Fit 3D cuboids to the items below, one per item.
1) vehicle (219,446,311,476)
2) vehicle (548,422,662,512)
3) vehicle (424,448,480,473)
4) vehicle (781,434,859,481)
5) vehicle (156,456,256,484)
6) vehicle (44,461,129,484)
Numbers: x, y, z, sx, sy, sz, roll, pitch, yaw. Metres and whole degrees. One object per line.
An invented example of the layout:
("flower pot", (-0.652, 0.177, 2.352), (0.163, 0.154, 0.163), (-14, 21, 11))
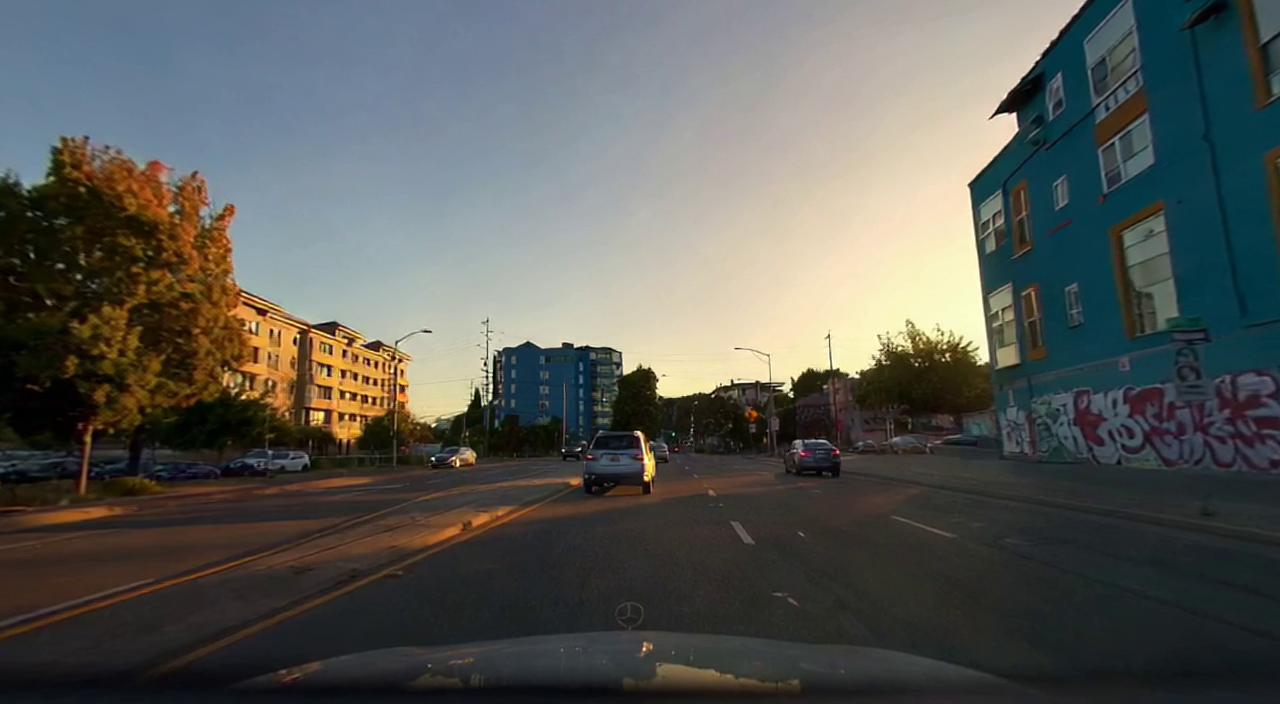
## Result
("vehicle", (-25.774, 7.516, 43.527), (4.916, 1.826, 2.242), (-2, -10, -1))
("vehicle", (-0.638, 2.668, 15.159), (2.160, 1.786, 4.702), (-1, -8, 4))
("vehicle", (-12.052, 6.988, 40.739), (1.842, 1.482, 4.386), (-1, -8, 7))
("vehicle", (7.293, 4.298, 25.968), (1.952, 1.749, 4.311), (0, -8, 1))
("vehicle", (-26.511, 7.176, 38.572), (4.712, 1.473, 2.083), (-3, -9, 5))
("vehicle", (-40.454, 8.774, 46.222), (1.908, 1.433, 4.543), (-2, -9, 4))
